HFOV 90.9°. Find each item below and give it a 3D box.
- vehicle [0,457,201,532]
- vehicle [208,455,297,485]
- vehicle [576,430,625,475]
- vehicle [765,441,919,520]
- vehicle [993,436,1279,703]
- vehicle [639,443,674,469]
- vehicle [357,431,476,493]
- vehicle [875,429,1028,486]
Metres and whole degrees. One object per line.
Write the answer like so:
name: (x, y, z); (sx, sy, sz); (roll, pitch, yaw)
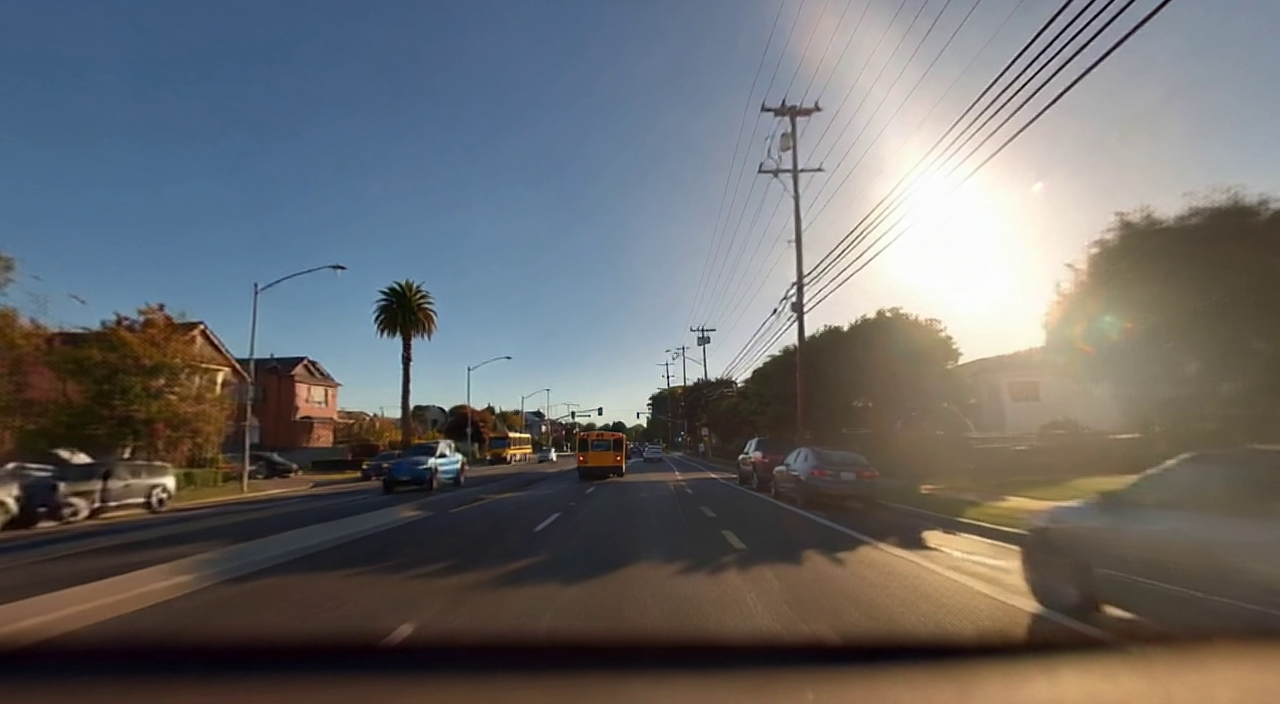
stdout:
vehicle: (-14.453, 3.750, 17.148); (2.045, 1.513, 4.464); (-5, -8, -3)
vehicle: (-20.516, 6.261, 33.455); (3.558, 1.480, 1.670); (0, -9, 1)
vehicle: (-1.848, 4.933, 31.070); (2.168, 2.040, 4.527); (0, -9, -1)
vehicle: (4.271, 2.779, 14.264); (1.838, 1.458, 4.750); (0, -9, -1)
vehicle: (4.085, 1.172, 3.406); (1.782, 1.410, 4.388); (0, -9, 0)
vehicle: (1.065, 6.445, 39.279); (2.063, 1.495, 3.849); (0, -9, 2)
vehicle: (-8.554, 4.268, 24.848); (2.653, 1.964, 5.699); (-3, -9, 0)
vehicle: (9.663, 3.299, 20.074); (1.872, 1.518, 4.591); (-1, -8, -10)
